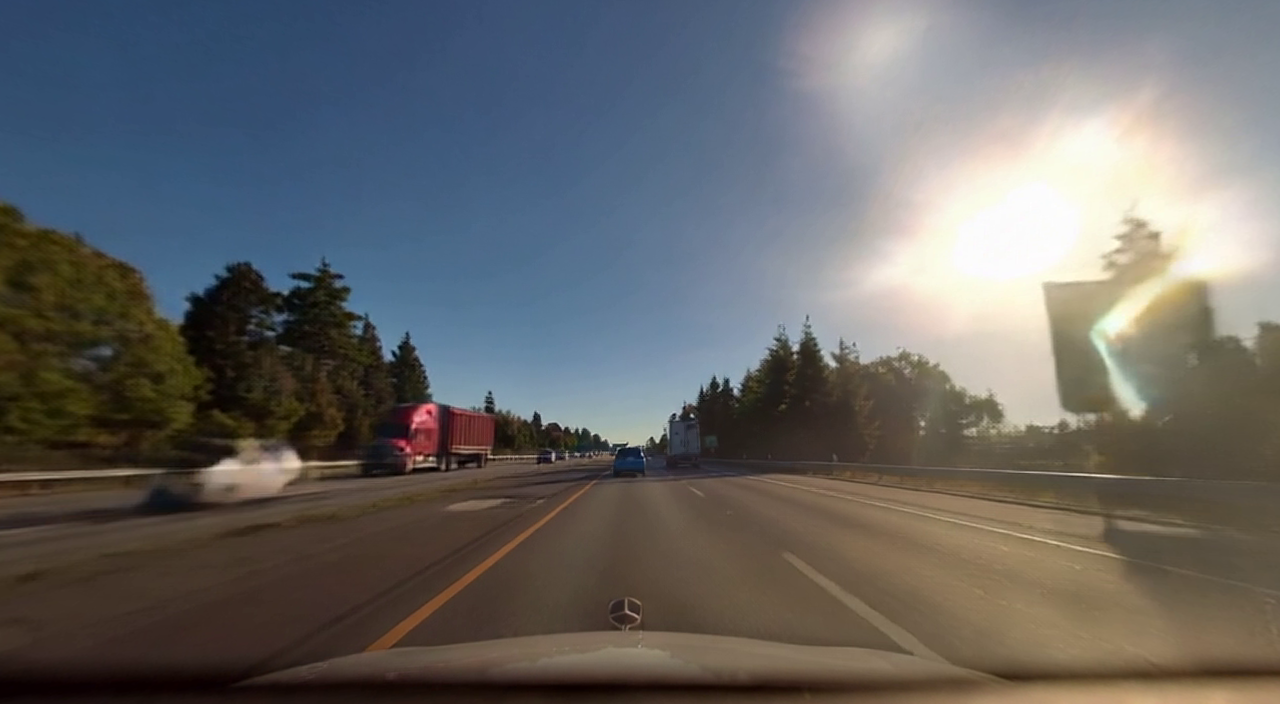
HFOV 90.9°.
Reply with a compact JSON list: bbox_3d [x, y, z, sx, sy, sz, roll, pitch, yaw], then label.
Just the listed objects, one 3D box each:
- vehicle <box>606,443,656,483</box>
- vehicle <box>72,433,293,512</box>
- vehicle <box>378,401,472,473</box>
[{"bbox_3d":[-0.444,5.186,29.603,2.190,1.706,4.062,0,-9,-1],"label":"vehicle"},{"bbox_3d":[-10.393,2.757,14.817,1.890,1.575,4.211,-1,-9,2],"label":"vehicle"},{"bbox_3d":[-13.187,5.423,39.610,3.019,4.044,8.230,0,-9,0],"label":"vehicle"}]
